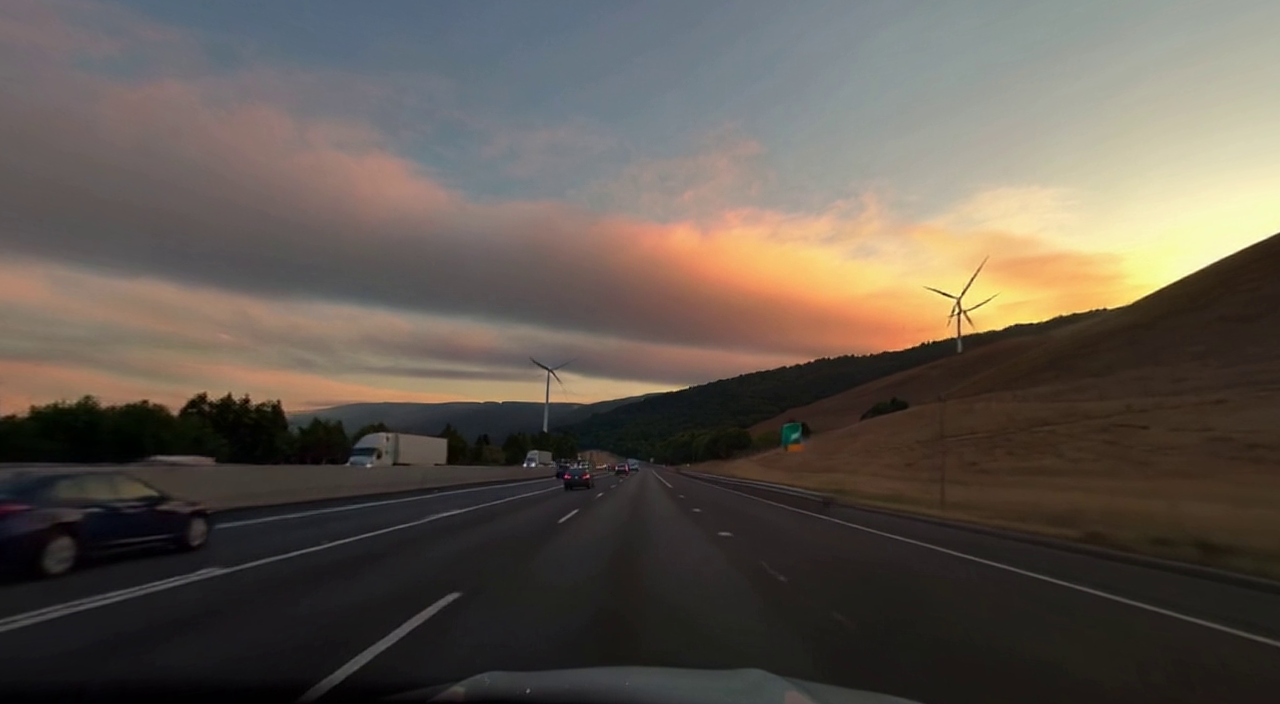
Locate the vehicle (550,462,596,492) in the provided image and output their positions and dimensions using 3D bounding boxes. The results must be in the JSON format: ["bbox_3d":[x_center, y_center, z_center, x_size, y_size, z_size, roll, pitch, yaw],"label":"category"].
[{"bbox_3d":[-3.646,6.889,35.003,2.039,1.505,4.843,1,-10,0],"label":"vehicle"}]

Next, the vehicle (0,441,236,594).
[{"bbox_3d":[-7.157,1.792,7.193,1.956,1.451,4.674,1,-10,0],"label":"vehicle"}]
